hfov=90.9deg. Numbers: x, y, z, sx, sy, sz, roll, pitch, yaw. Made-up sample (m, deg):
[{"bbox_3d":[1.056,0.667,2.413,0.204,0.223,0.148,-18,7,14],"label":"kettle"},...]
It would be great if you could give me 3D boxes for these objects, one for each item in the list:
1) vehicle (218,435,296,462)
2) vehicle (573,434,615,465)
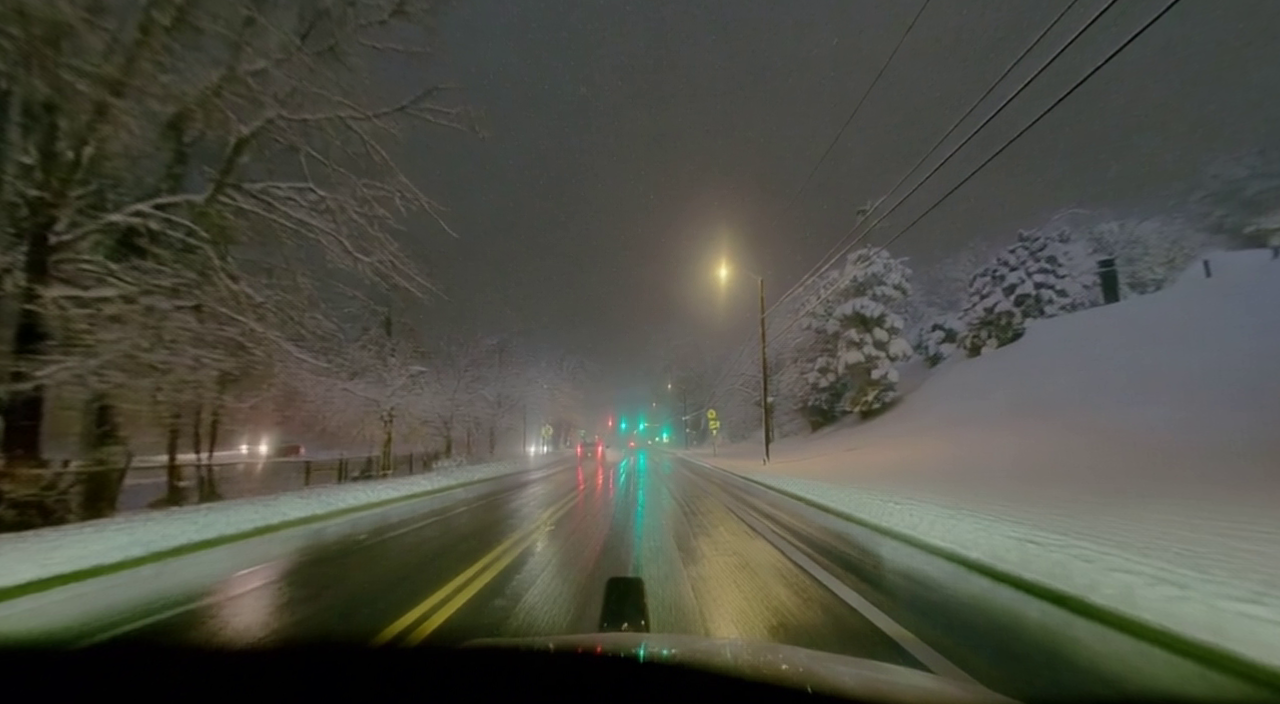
[{"bbox_3d":[-23.406,5.932,38.754,1.848,1.520,4.593,0,-8,2],"label":"vehicle"},{"bbox_3d":[-2.626,5.649,36.782,2.016,1.694,4.335,0,-8,1],"label":"vehicle"}]
